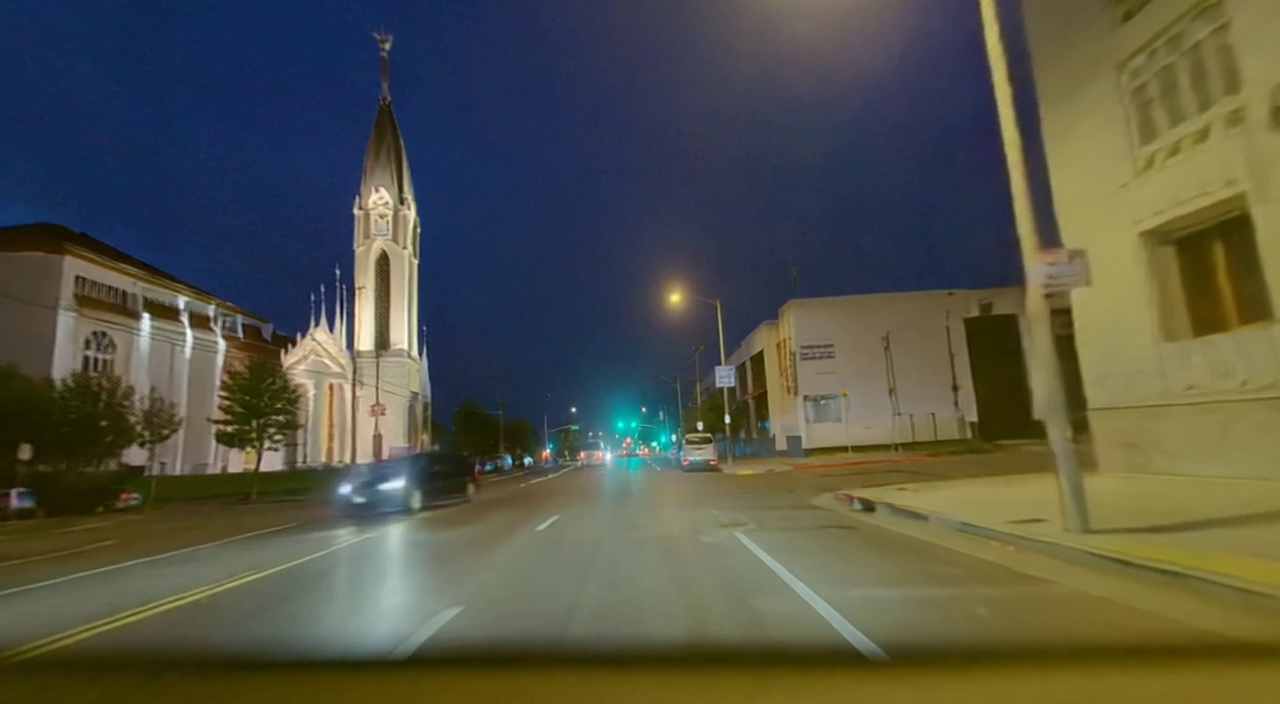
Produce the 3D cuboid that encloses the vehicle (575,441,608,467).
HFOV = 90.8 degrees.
[{"bbox_3d":[-3.744,7.957,49.589,2.293,1.936,4.737,0,-8,-1],"label":"vehicle"}]

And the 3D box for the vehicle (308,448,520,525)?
[{"bbox_3d":[-5.069,3.024,14.951,1.881,1.476,4.620,-5,-10,27],"label":"vehicle"}]

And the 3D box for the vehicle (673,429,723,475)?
[{"bbox_3d":[2.732,4.890,30.955,2.074,2.041,5.045,0,-8,1],"label":"vehicle"}]

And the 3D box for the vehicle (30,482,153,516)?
[{"bbox_3d":[-28.943,7.754,33.450,4.439,1.661,2.071,0,-11,-1],"label":"vehicle"}]

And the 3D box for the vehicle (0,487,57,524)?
[{"bbox_3d":[-33.455,8.092,33.404,3.529,1.661,1.695,-1,-5,0],"label":"vehicle"}]
